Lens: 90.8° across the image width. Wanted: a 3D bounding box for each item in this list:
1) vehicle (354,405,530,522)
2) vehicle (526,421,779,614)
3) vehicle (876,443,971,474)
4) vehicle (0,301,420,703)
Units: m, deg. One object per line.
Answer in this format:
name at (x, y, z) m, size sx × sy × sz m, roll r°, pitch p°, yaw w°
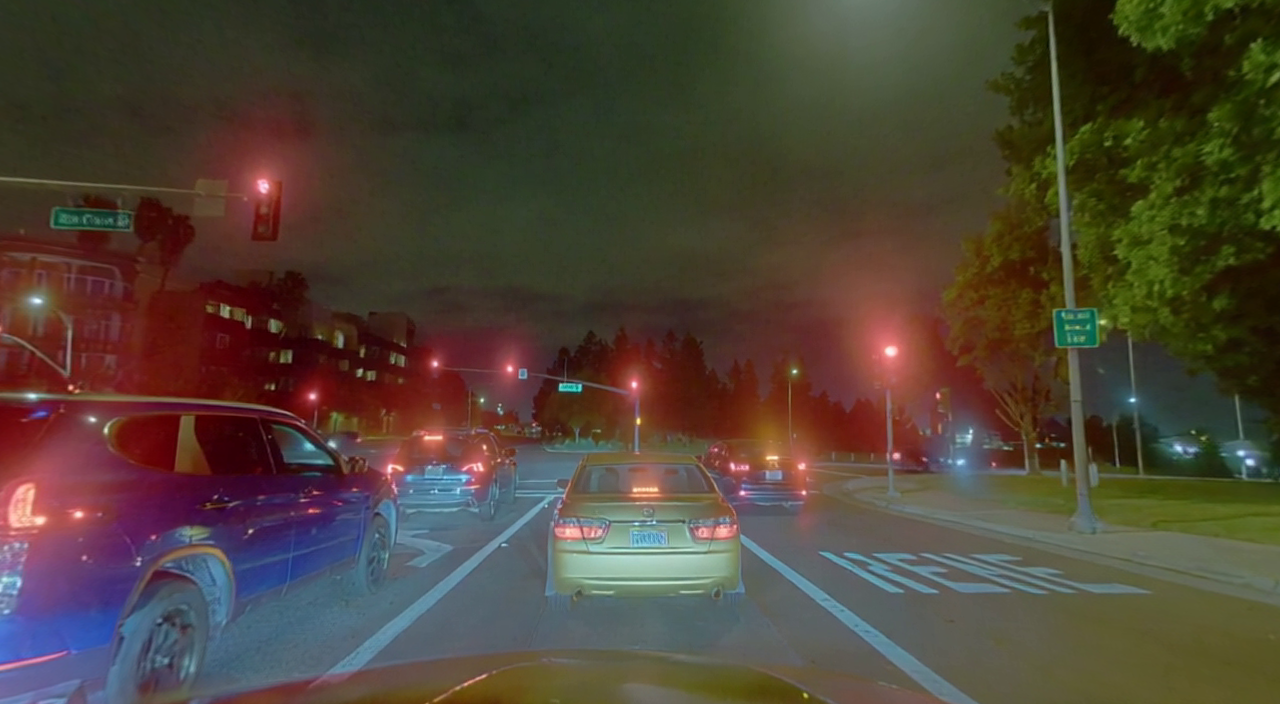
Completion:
vehicle at (-3.887, 2.317, 13.705) m, size 2.305 × 1.984 × 5.586 m, roll 0°, pitch -8°, yaw -3°
vehicle at (-0.060, 1.628, 7.269) m, size 2.001 × 1.483 × 4.442 m, roll 0°, pitch -8°, yaw -4°
vehicle at (17.662, 6.633, 39.510) m, size 4.874 × 1.854 × 2.230 m, roll 1°, pitch -9°, yaw -6°
vehicle at (-3.136, 1.010, 4.145) m, size 1.924 × 1.737 × 4.387 m, roll 0°, pitch -8°, yaw -2°
